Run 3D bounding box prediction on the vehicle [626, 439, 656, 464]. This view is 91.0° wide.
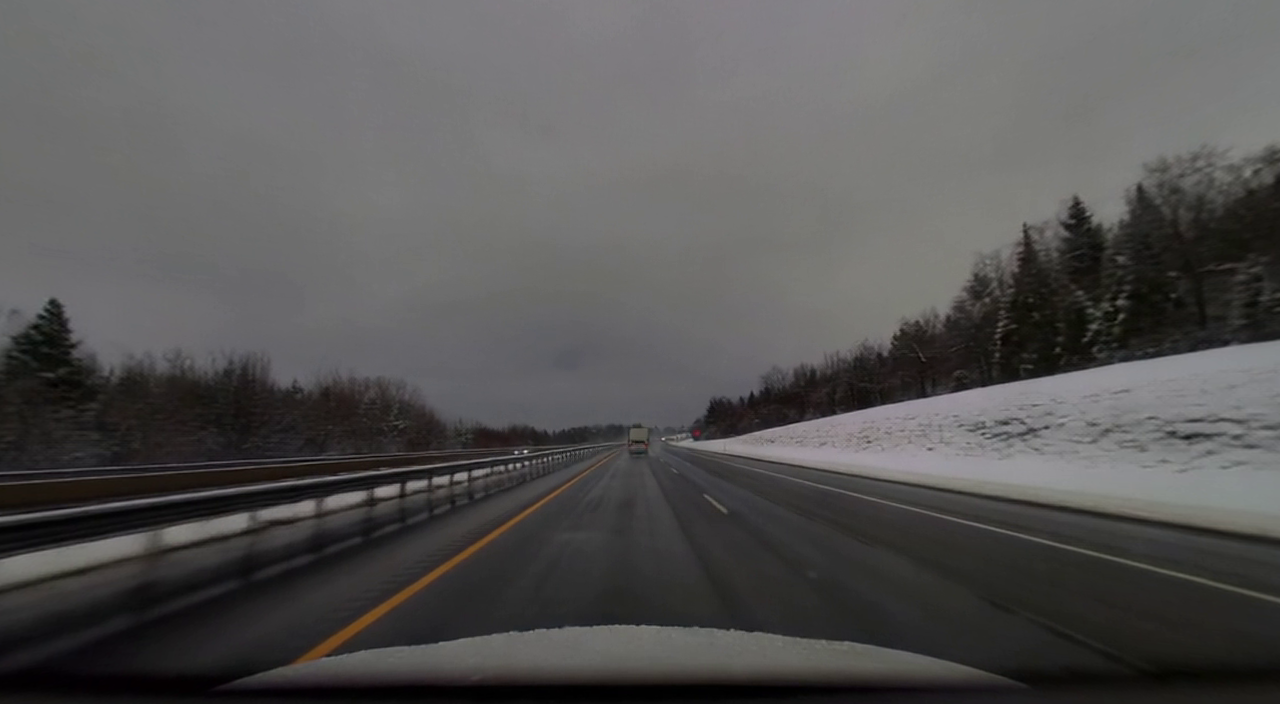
[{"bbox_3d":[0.024,7.210,45.898,2.059,1.696,4.165,0,-8,-1],"label":"vehicle"}]
